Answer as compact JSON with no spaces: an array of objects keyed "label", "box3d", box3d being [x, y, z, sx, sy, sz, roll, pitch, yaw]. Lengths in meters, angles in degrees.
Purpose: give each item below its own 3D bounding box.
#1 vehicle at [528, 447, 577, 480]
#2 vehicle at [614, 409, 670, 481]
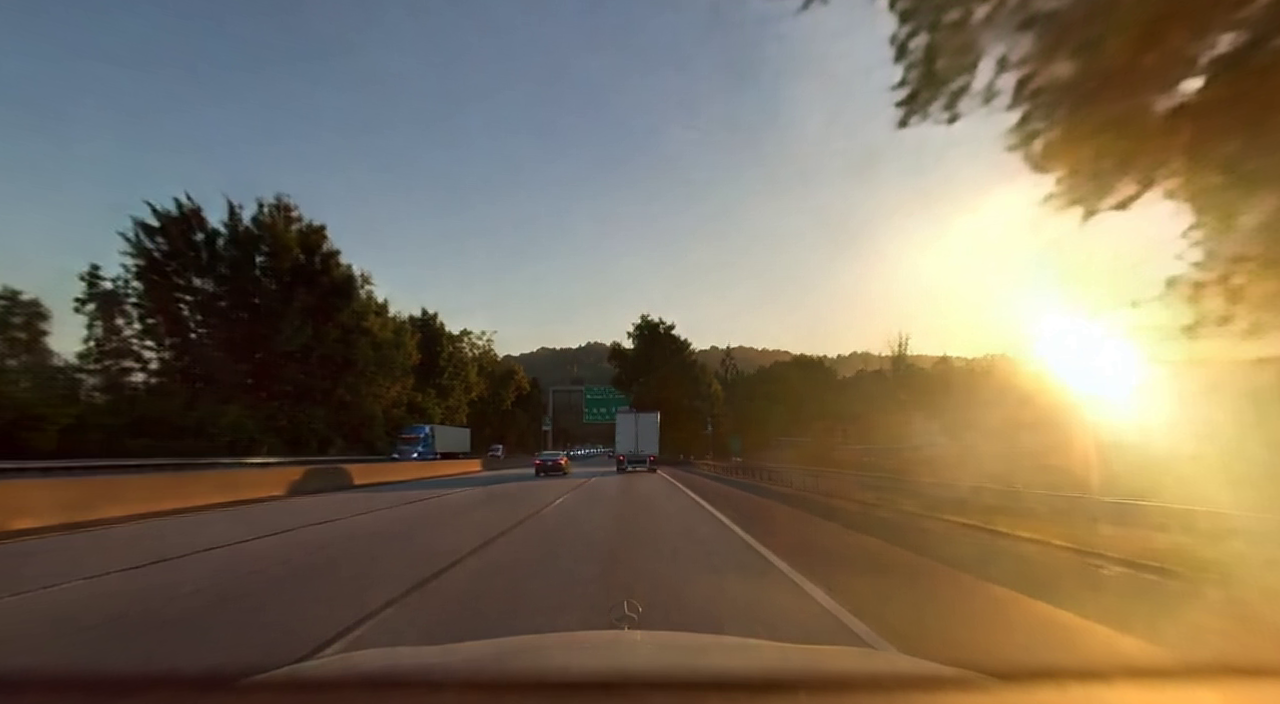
[{"label":"vehicle","box3d":[-4.431,5.746,32.574,1.964,1.556,4.071,0,-9,0]},{"label":"vehicle","box3d":[0.002,5.958,39.793,2.976,3.800,12.335,0,-9,-1]}]
